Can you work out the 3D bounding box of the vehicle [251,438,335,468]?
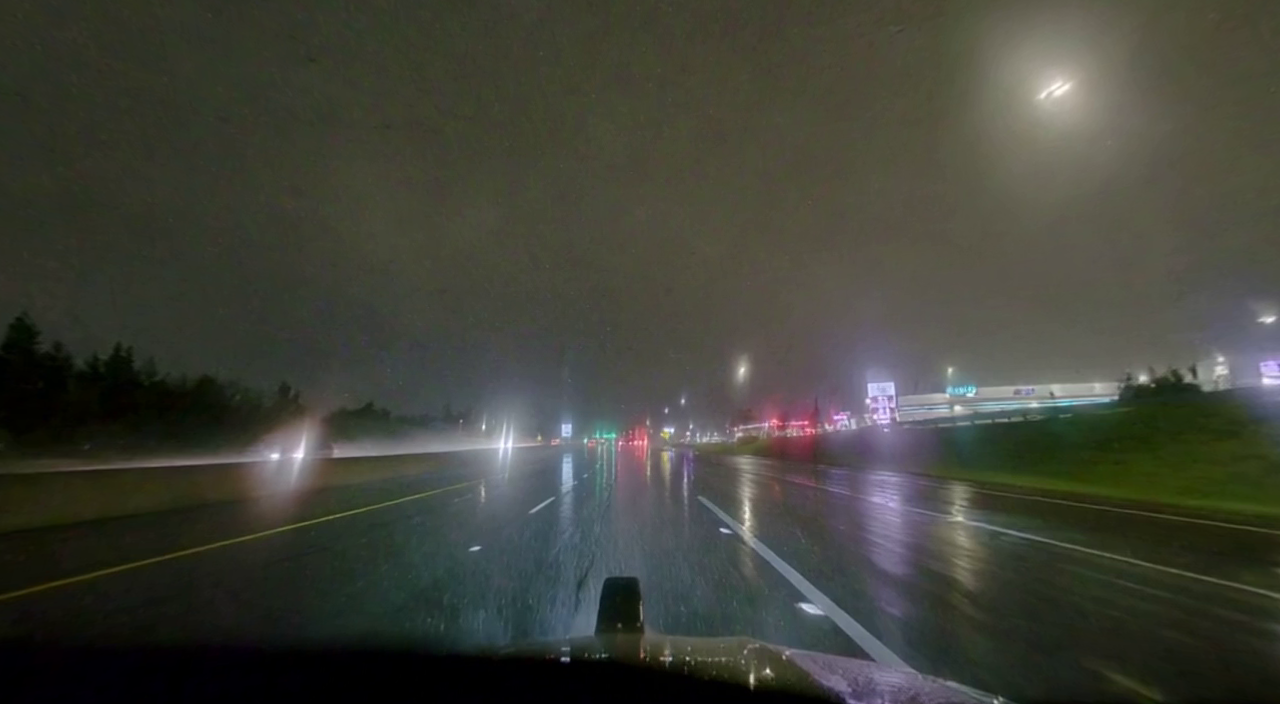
[{"bbox_3d":[-18.843,5.514,34.472,1.912,1.521,4.726,0,-9,0],"label":"vehicle"}]
